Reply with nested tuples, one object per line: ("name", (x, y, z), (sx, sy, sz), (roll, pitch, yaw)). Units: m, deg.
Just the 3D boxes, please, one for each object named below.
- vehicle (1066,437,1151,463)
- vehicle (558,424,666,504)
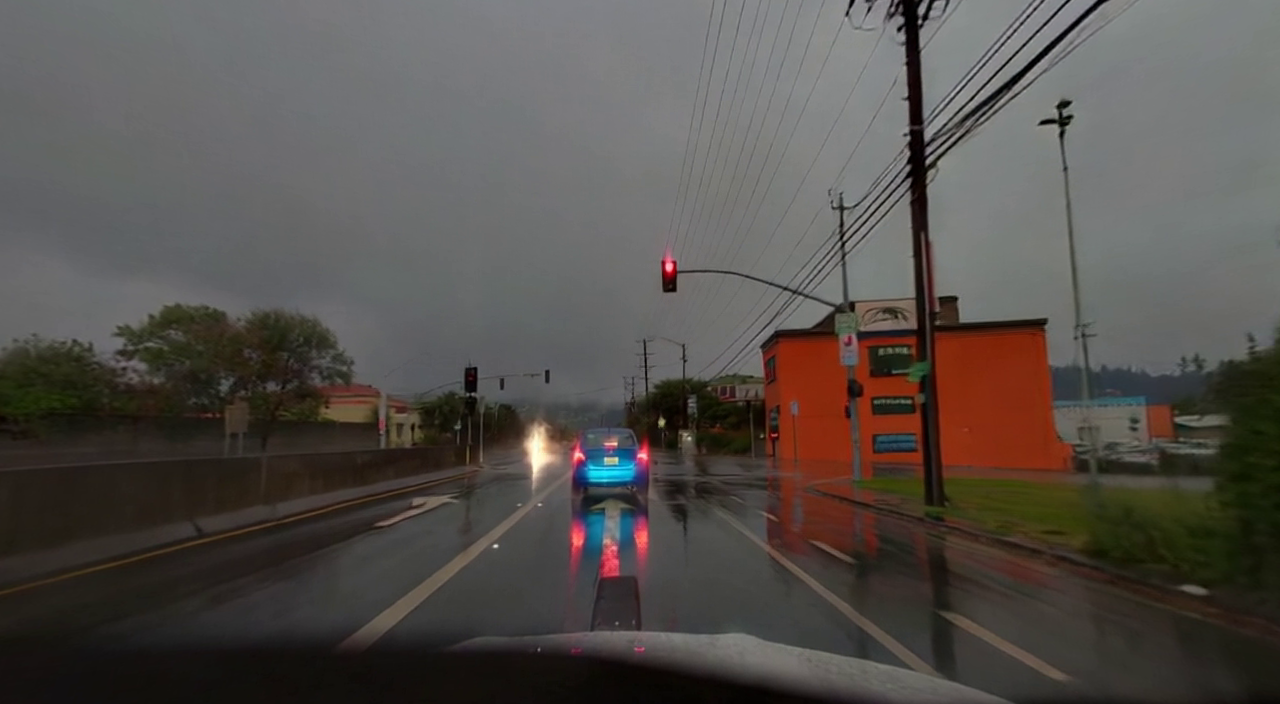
("vehicle", (27.658, 5.780, 37.287), (1.635, 1.433, 3.558), (4, -9, -31))
("vehicle", (-0.580, 2.464, 14.336), (2.123, 1.566, 3.662), (0, -8, -1))
